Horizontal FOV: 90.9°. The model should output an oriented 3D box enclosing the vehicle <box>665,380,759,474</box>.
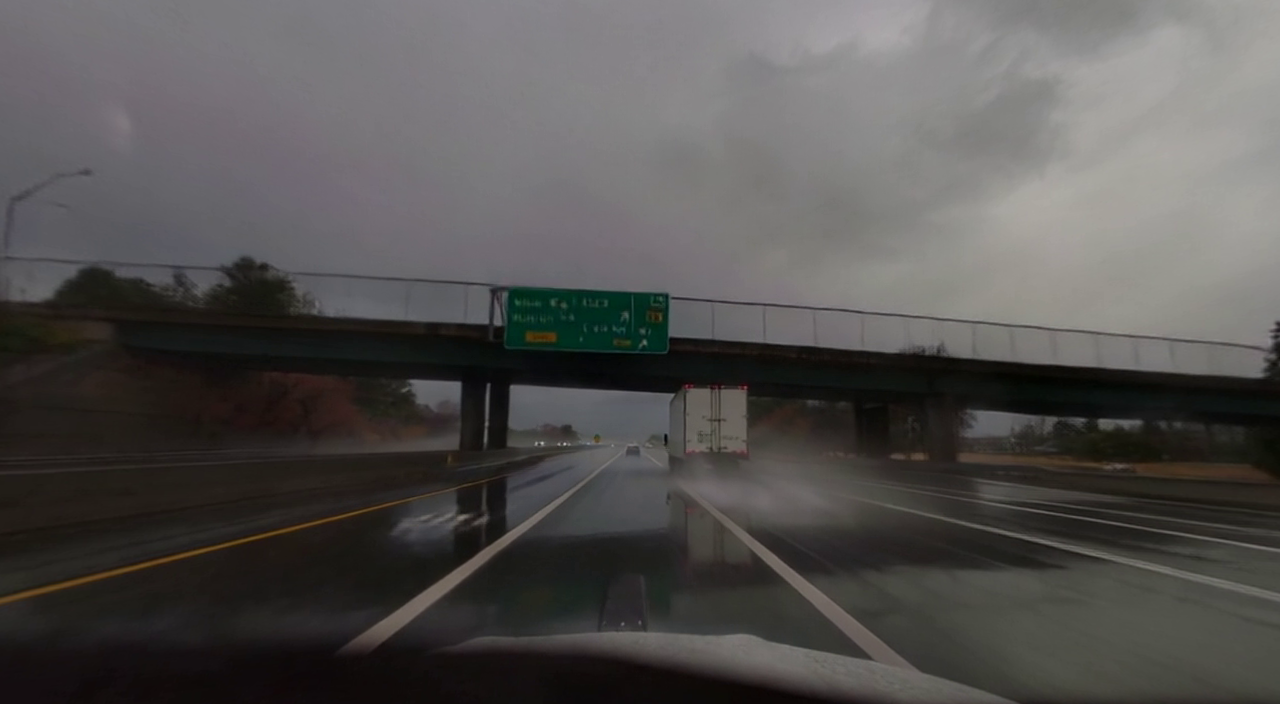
[{"bbox_3d":[3.543,4.486,35.795,3.323,4.262,14.056,0,-9,-2],"label":"vehicle"}]
